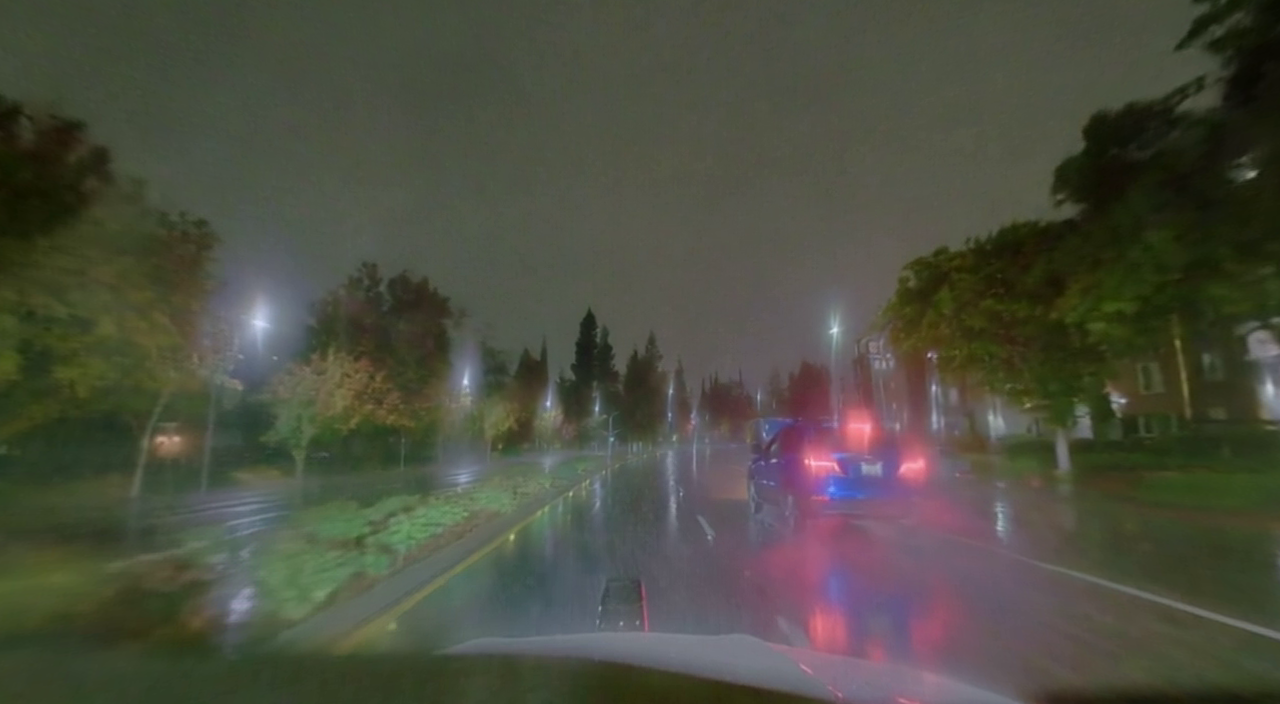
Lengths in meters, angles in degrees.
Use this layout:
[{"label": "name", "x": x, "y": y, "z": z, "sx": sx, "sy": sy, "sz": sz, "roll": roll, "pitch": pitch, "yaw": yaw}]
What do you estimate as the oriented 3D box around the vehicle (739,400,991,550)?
[{"label": "vehicle", "x": 3.103, "y": 1.843, "z": 10.042, "sx": 2.215, "sy": 1.812, "sz": 4.569, "roll": 0, "pitch": -9, "yaw": -1}]
